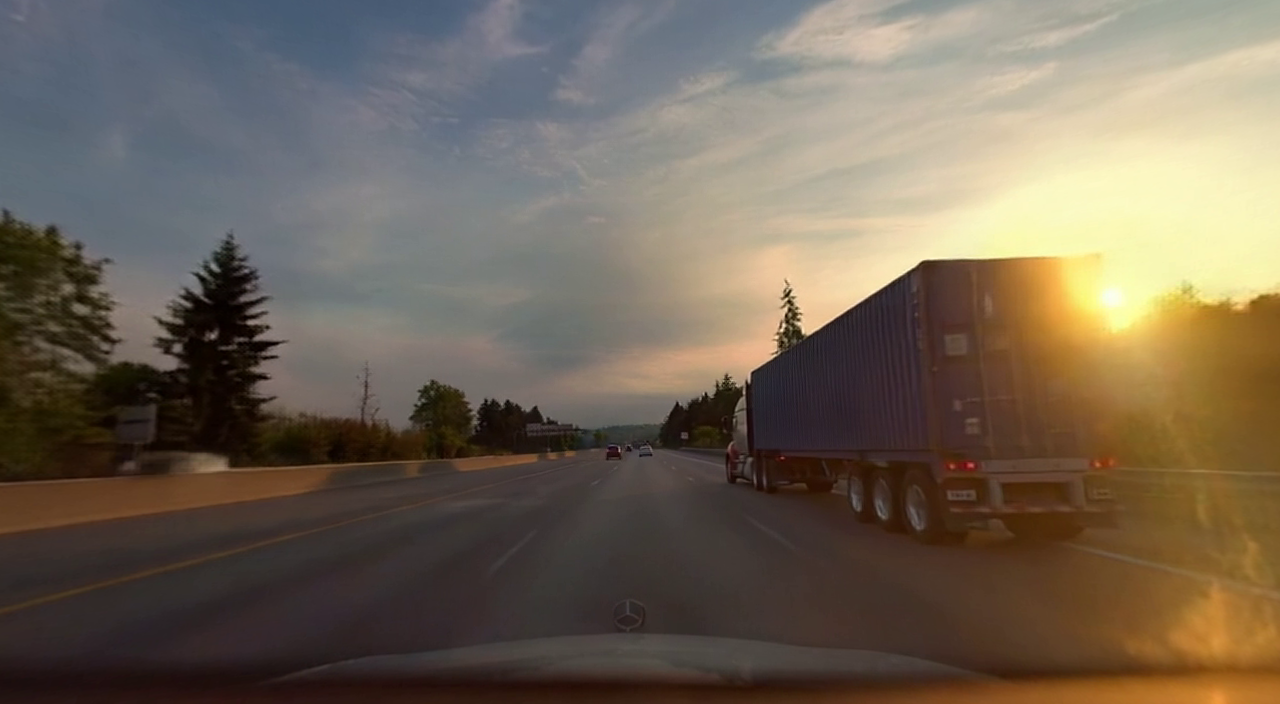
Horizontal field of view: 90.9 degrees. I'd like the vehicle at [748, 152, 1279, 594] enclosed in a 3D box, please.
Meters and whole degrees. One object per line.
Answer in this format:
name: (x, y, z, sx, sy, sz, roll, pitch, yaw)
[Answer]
vehicle: (4.722, 1.076, 12.112, 2.821, 4.046, 12.876, 0, -9, -1)
